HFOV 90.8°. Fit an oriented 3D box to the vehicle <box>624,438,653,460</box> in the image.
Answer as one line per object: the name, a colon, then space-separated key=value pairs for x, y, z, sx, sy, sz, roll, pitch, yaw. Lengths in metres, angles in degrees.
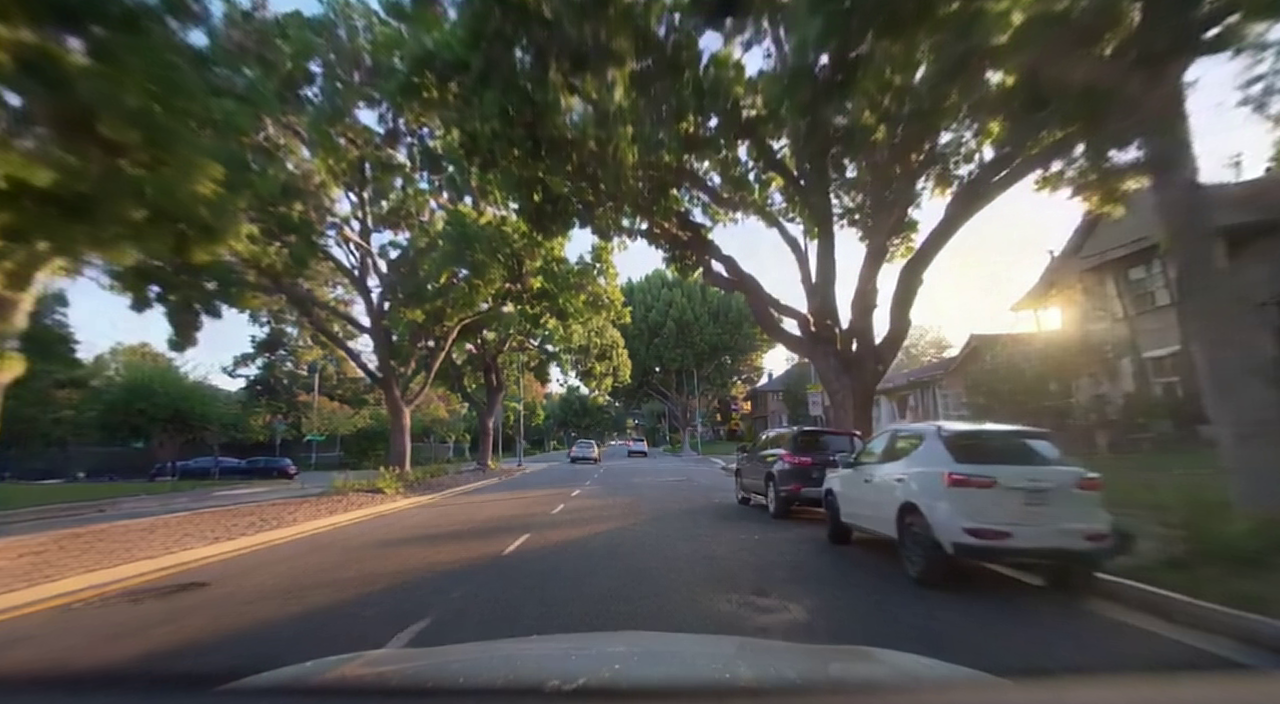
vehicle: x=-0.121 y=7.402 z=48.273 sx=2.142 sy=1.548 sz=4.273 roll=0 pitch=-9 yaw=0

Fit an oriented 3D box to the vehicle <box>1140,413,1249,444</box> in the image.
vehicle: x=36.051 y=5.037 z=41.177 sx=4.859 sy=1.827 sz=2.198 roll=-1 pitch=-10 yaw=3

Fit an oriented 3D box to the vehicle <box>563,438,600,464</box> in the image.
vehicle: x=-4.000 y=6.865 z=44.024 sx=2.129 sy=1.668 sz=4.722 roll=0 pitch=-8 yaw=0

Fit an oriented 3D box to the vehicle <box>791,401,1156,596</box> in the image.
vehicle: x=3.576 y=1.661 z=8.027 sx=2.113 sy=1.760 sz=4.432 roll=0 pitch=-9 yaw=-1
